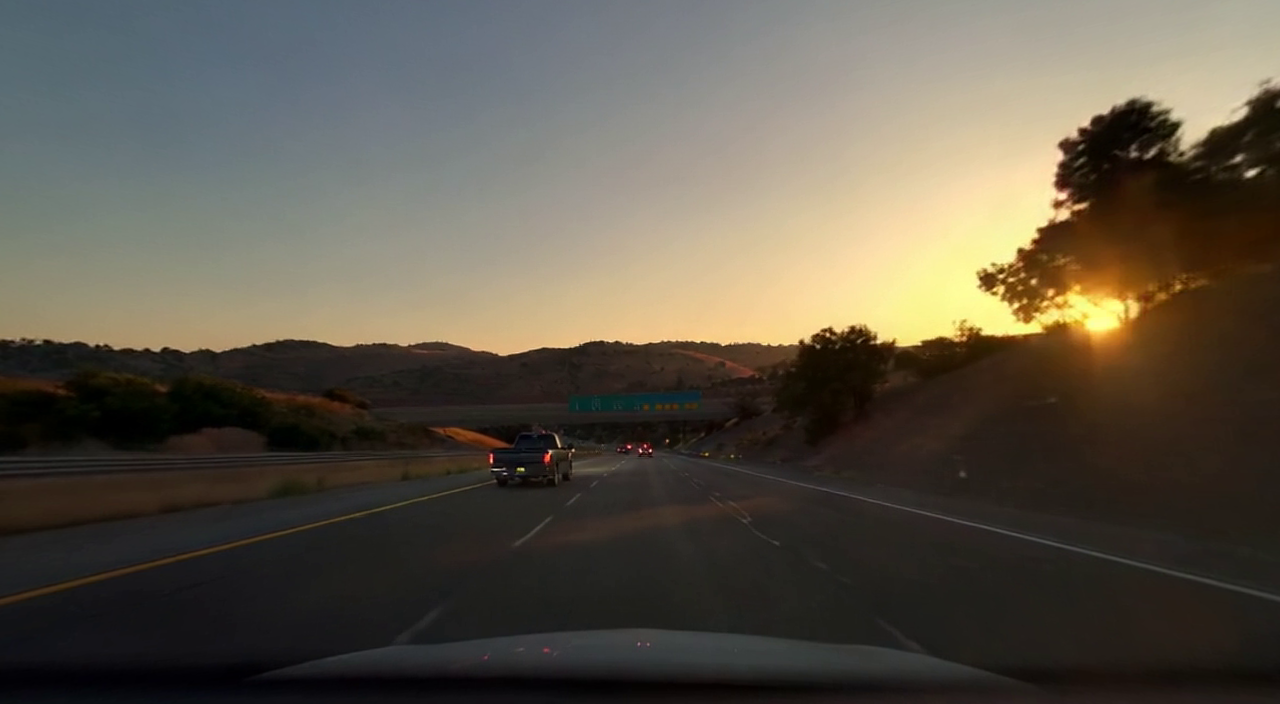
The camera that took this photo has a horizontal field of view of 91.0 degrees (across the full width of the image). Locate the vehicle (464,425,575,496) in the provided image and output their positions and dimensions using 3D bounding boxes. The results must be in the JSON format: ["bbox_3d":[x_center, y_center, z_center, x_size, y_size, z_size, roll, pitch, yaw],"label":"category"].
[{"bbox_3d":[-3.573,3.363,19.974,2.379,1.918,5.504,0,-8,1],"label":"vehicle"}]
